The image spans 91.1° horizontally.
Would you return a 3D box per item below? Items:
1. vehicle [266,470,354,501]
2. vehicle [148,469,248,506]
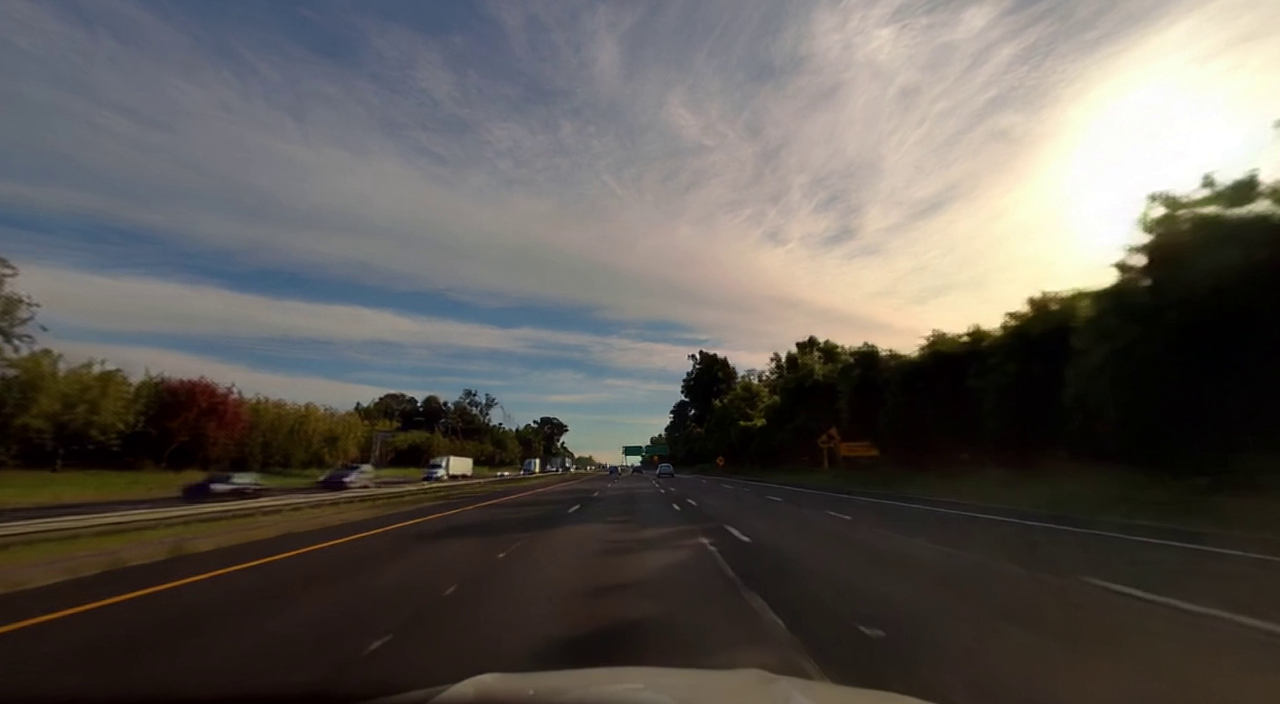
[{"bbox_3d":[-16.424,6.646,31.570,2.060,1.374,4.311,1,-10,0],"label":"vehicle"},{"bbox_3d":[-20.048,6.141,28.688,1.829,1.494,3.597,1,-10,0],"label":"vehicle"}]
